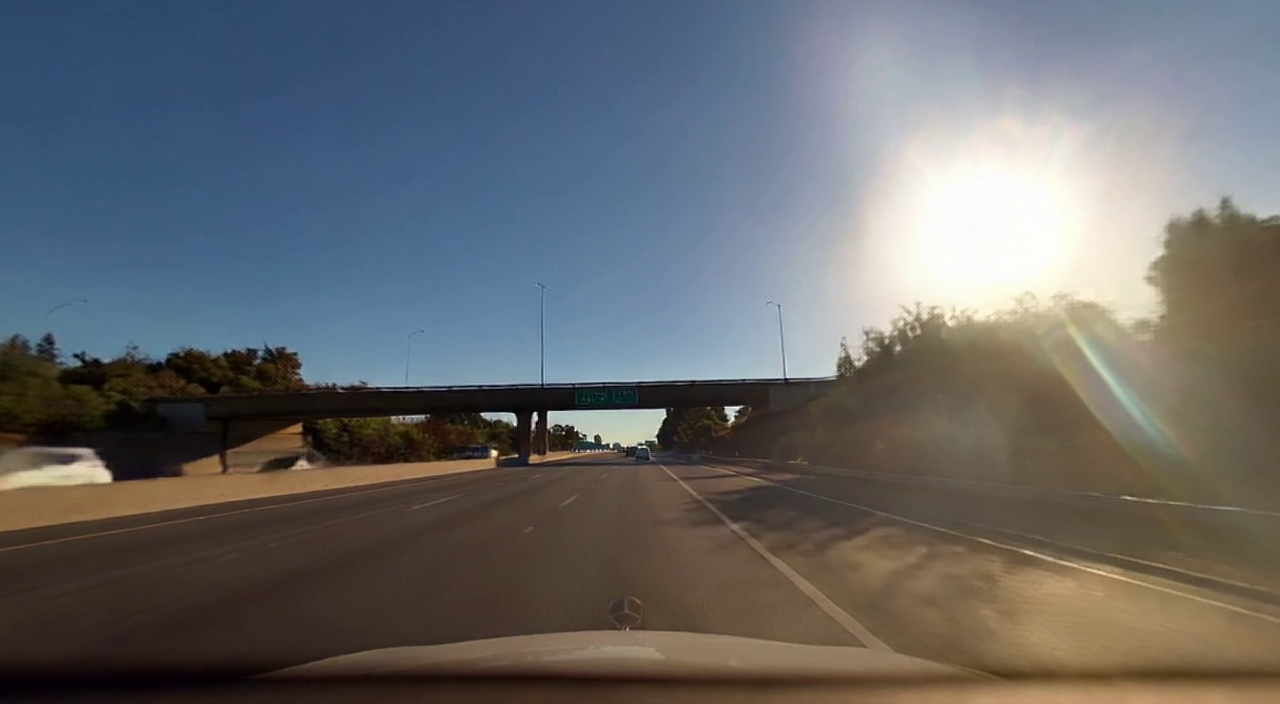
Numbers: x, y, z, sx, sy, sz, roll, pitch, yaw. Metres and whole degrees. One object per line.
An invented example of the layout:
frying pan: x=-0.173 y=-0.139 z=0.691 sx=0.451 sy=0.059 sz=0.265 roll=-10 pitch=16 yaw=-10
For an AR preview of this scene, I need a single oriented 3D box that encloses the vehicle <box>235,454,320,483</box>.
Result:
vehicle: x=-19.596 y=6.316 z=34.311 sx=1.936 sy=1.423 sz=4.438 roll=0 pitch=-9 yaw=1
